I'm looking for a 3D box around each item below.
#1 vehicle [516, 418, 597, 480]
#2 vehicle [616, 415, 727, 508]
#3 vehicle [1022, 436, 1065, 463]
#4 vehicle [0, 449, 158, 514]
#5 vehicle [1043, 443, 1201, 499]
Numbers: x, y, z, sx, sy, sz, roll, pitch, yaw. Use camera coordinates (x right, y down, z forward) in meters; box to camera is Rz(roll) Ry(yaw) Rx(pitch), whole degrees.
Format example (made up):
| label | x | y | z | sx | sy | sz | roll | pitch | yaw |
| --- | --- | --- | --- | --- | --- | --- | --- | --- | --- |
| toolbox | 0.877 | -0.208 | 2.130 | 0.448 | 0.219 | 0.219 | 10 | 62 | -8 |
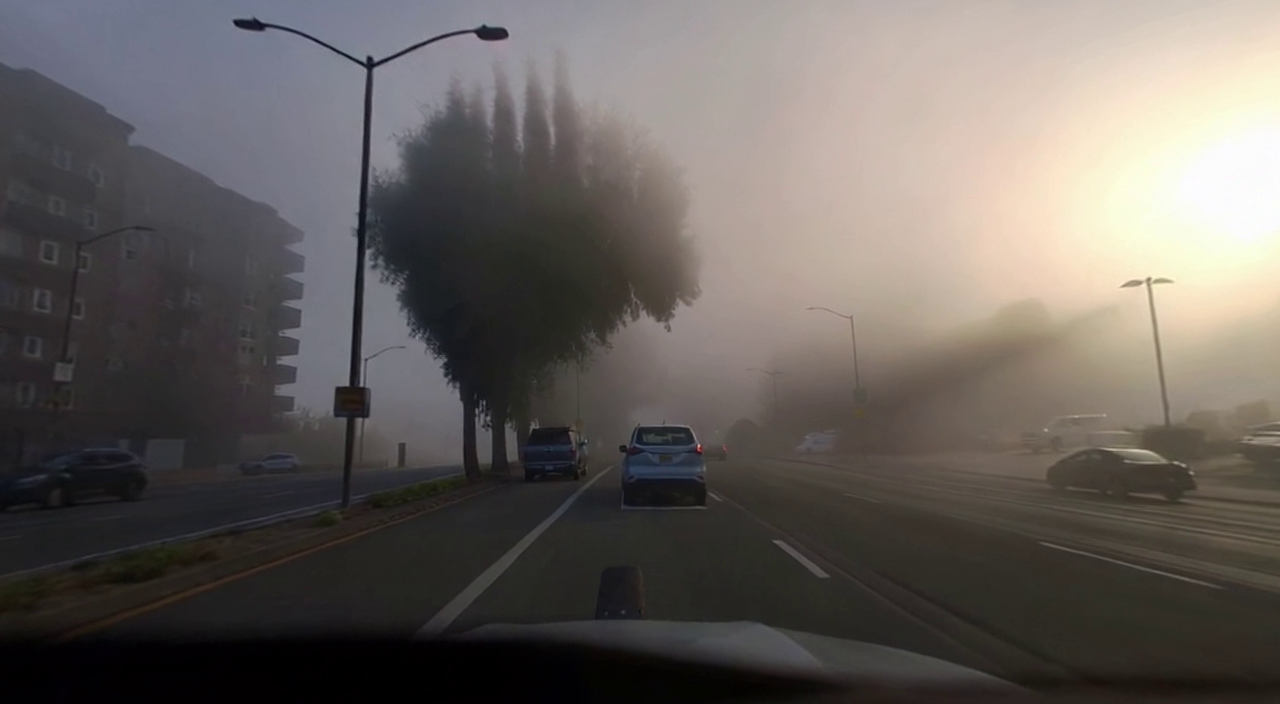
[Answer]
| label | x | y | z | sx | sy | sz | roll | pitch | yaw |
| --- | --- | --- | --- | --- | --- | --- | --- | --- | --- |
| vehicle | -3.047 | 3.727 | 24.340 | 2.396 | 2.143 | 4.824 | 0 | -8 | 1 |
| vehicle | 0.590 | 2.503 | 14.725 | 2.222 | 1.841 | 4.031 | 0 | -8 | -1 |
| vehicle | 23.270 | 5.633 | 36.492 | 1.693 | 1.480 | 3.653 | -5 | -9 | 27 |
| vehicle | -15.465 | 3.352 | 16.887 | 1.993 | 1.462 | 4.586 | 1 | -8 | -9 |
| vehicle | 14.107 | 3.470 | 18.769 | 1.706 | 1.474 | 3.761 | 0 | -8 | 0 |
